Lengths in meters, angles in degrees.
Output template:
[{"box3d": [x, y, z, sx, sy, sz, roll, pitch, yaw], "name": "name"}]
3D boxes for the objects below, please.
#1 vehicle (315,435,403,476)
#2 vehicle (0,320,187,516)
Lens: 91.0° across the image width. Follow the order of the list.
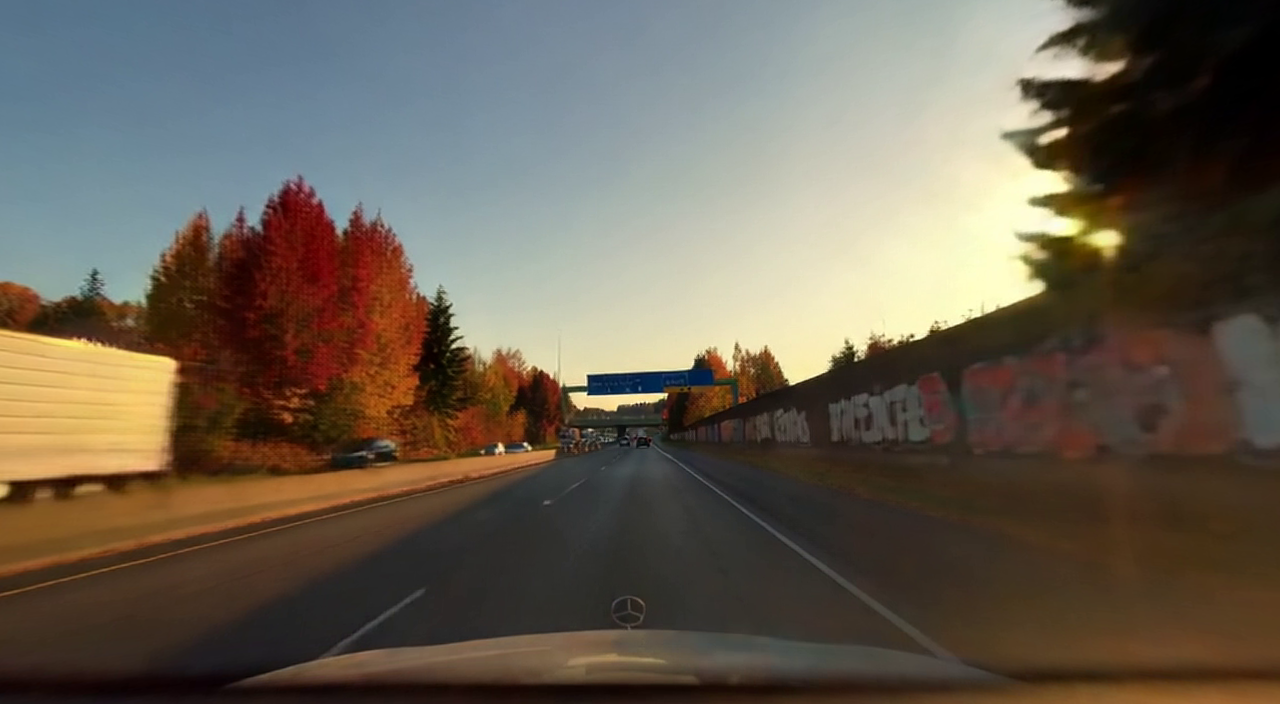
[{"box3d": [-14.365, 5.301, 32.539, 2.078, 1.922, 5.241, 0, -8, 0], "name": "vehicle"}, {"box3d": [-14.770, 1.122, 11.297, 2.934, 4.031, 13.776, 0, -8, 0], "name": "vehicle"}]
